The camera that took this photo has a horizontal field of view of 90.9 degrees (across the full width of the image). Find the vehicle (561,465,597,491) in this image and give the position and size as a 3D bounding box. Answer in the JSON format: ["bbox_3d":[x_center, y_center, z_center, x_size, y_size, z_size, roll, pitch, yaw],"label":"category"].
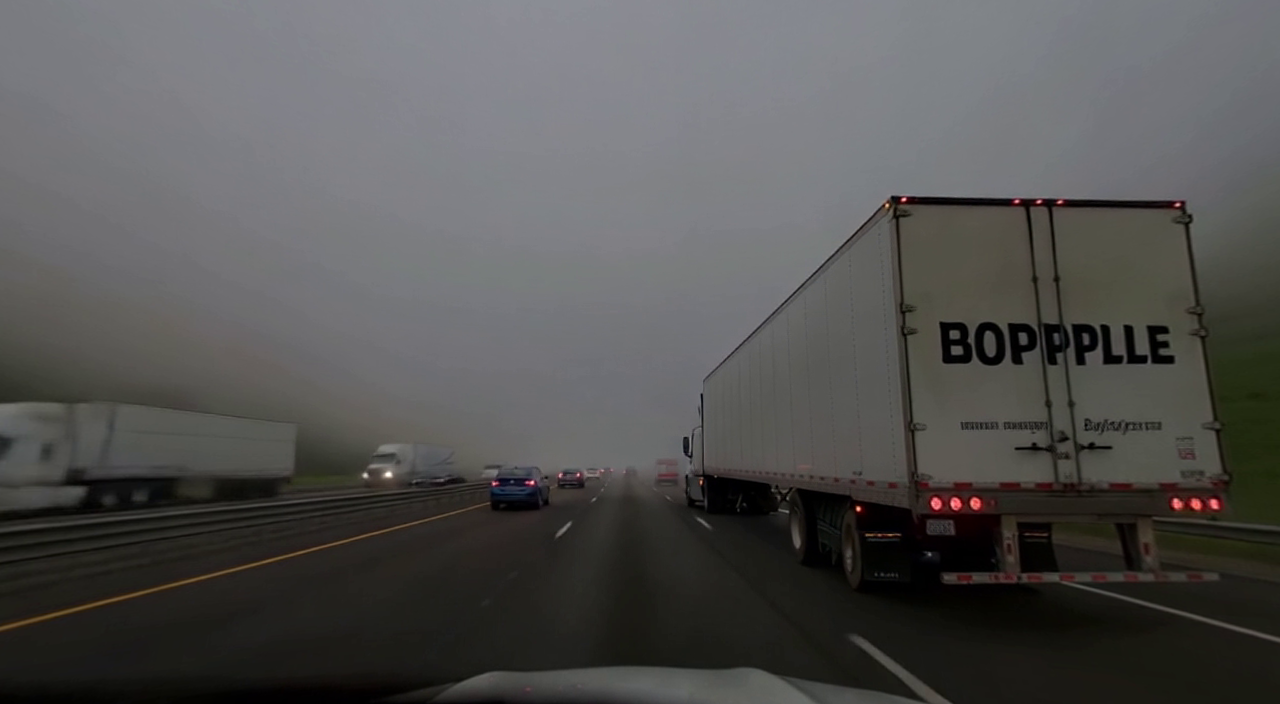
[{"bbox_3d":[-4.131,8.621,43.180,2.063,1.671,4.197,1,-11,0],"label":"vehicle"}]

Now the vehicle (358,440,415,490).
[{"bbox_3d":[-20.030,8.975,49.945,2.859,3.706,3.474,1,-11,-1],"label":"vehicle"}]

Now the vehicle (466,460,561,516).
[{"bbox_3d":[-3.952,4.386,20.643,2.088,1.566,4.853,1,-11,0],"label":"vehicle"}]

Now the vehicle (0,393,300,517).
[{"bbox_3d":[-19.966,4.566,27.050,2.917,3.889,14.334,1,-11,-1],"label":"vehicle"}]

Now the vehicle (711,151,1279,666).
[{"bbox_3d":[3.713,1.600,11.898,2.839,4.062,14.051,1,-11,-1],"label":"vehicle"}]
